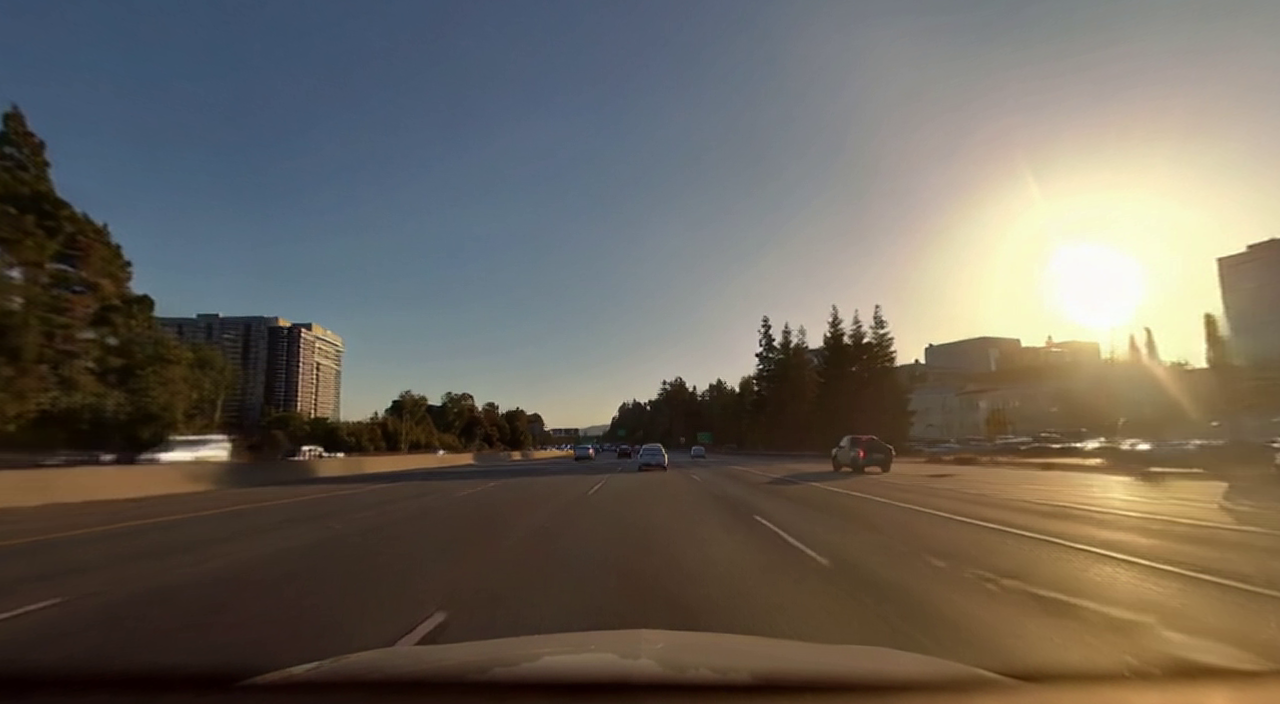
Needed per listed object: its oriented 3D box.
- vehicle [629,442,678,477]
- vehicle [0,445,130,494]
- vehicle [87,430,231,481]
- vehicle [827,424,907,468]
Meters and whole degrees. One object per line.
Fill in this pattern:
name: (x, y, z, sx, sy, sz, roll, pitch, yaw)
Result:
vehicle: (0.583, 4.920, 29.207, 2.112, 1.482, 4.082, 0, -8, 0)
vehicle: (-21.233, 4.133, 22.577, 1.930, 1.545, 4.734, -1, -8, 1)
vehicle: (-24.945, 5.402, 33.219, 2.187, 2.399, 6.679, -1, -8, 1)
vehicle: (13.542, 5.696, 38.135, 2.336, 2.415, 6.056, 0, -8, -3)
